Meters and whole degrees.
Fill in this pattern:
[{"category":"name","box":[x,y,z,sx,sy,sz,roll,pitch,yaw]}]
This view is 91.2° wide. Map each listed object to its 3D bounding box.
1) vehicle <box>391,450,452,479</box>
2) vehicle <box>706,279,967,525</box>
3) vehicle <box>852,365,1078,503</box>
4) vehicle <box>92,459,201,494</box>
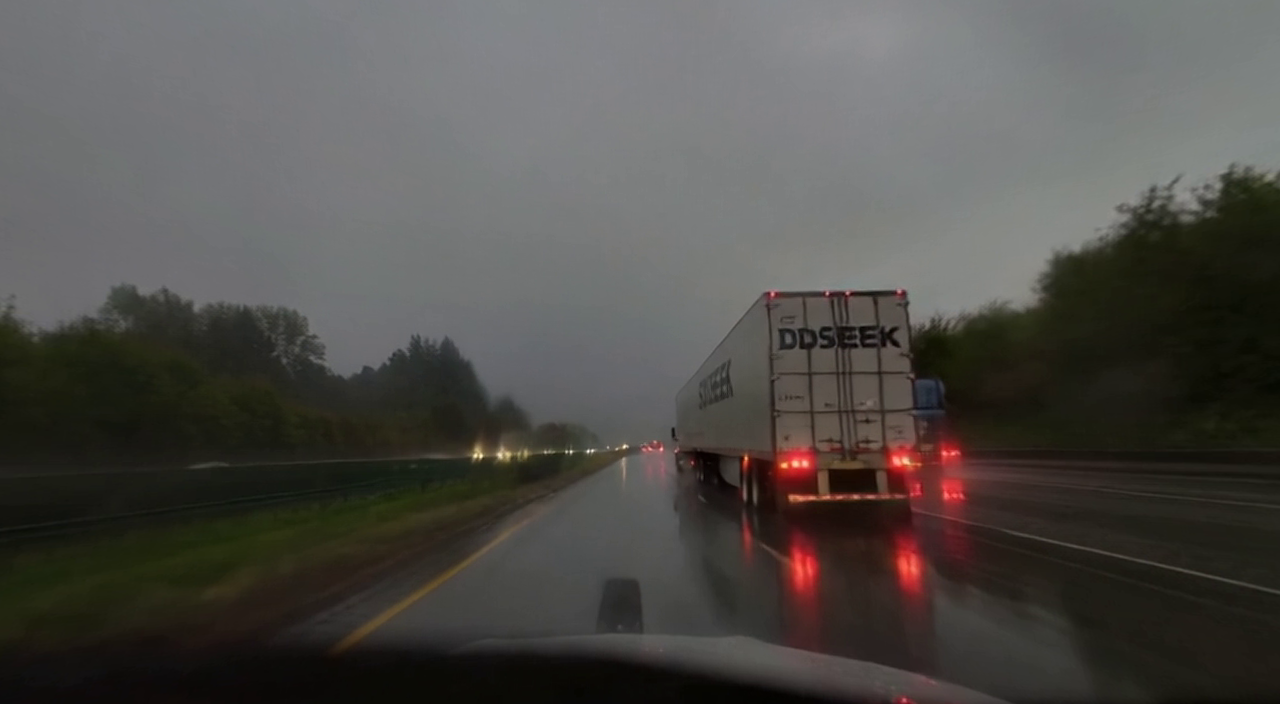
[{"category":"vehicle","box":[-12.979,6.678,37.472,2.075,1.574,4.138,0,-9,1]},{"category":"vehicle","box":[3.661,1.490,14.987,3.025,4.010,9.542,0,-9,0]},{"category":"vehicle","box":[11.409,3.175,23.882,2.946,4.031,10.368,-1,-8,0]},{"category":"vehicle","box":[-25.047,6.295,32.042,1.889,1.541,4.400,-1,-9,2]}]
